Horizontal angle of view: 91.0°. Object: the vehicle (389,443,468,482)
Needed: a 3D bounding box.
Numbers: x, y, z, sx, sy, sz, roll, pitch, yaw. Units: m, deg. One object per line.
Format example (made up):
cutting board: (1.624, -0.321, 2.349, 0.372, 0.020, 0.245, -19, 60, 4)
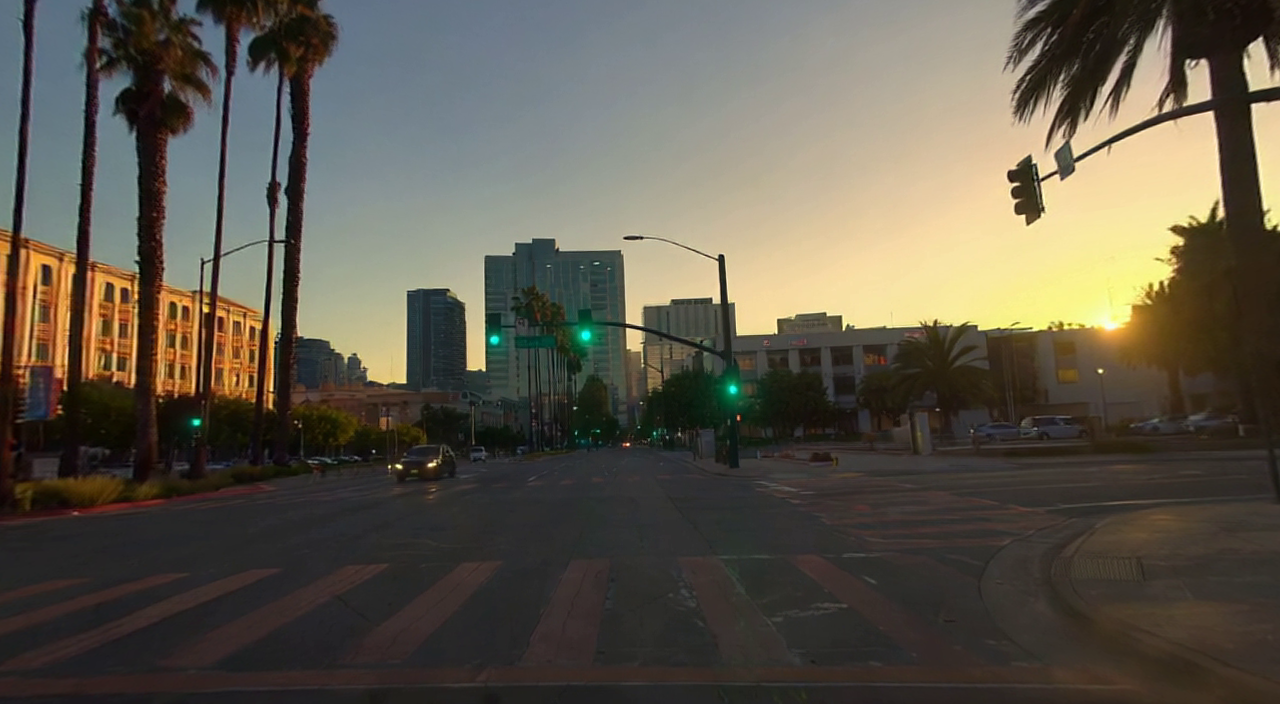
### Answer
vehicle: (-10.732, 5.606, 32.361, 2.270, 1.833, 4.860, 0, -9, 1)
